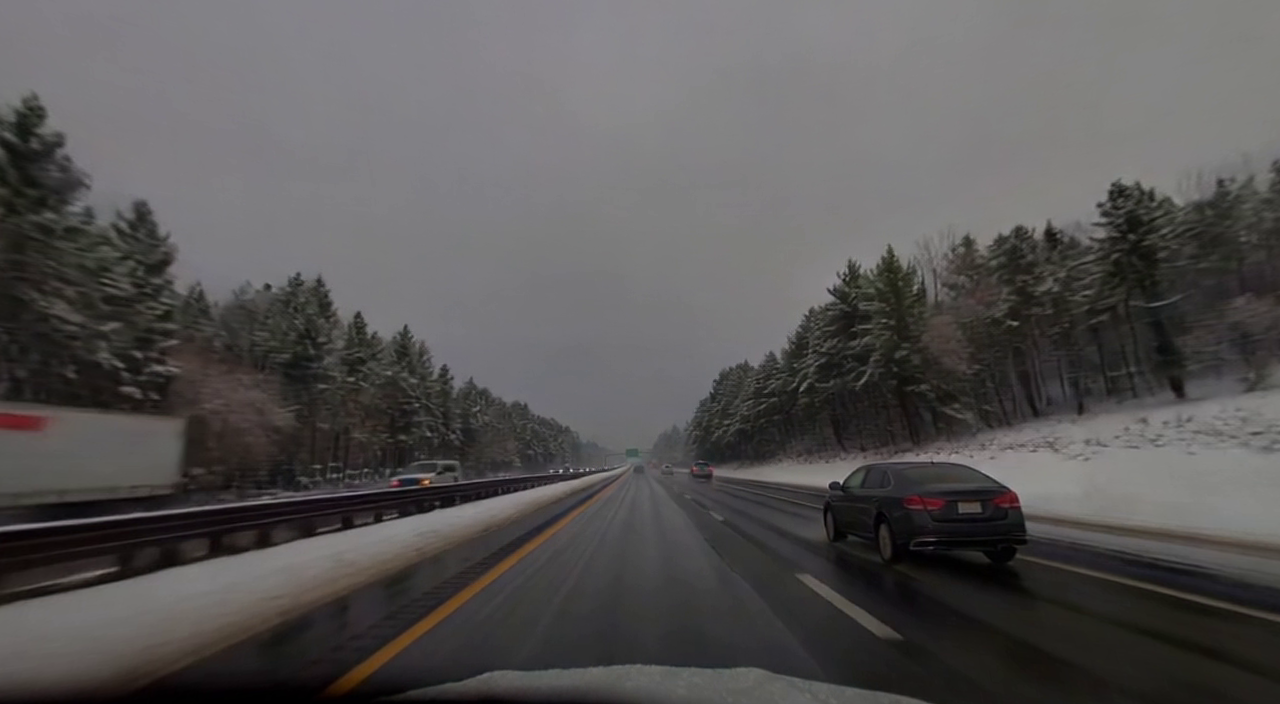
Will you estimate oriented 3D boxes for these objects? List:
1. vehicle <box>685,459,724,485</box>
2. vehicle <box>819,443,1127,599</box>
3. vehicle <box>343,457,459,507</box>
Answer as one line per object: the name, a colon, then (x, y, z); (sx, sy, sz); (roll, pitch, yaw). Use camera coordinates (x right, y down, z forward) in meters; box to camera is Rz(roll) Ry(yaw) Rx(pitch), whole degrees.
vehicle: (4.122, 7.826, 41.022); (2.156, 1.569, 3.821); (1, -10, 0)
vehicle: (3.863, 2.038, 8.257); (1.825, 1.494, 3.959); (1, -10, 0)
vehicle: (-8.018, 4.420, 21.678); (2.206, 1.513, 4.401); (1, -10, 1)
